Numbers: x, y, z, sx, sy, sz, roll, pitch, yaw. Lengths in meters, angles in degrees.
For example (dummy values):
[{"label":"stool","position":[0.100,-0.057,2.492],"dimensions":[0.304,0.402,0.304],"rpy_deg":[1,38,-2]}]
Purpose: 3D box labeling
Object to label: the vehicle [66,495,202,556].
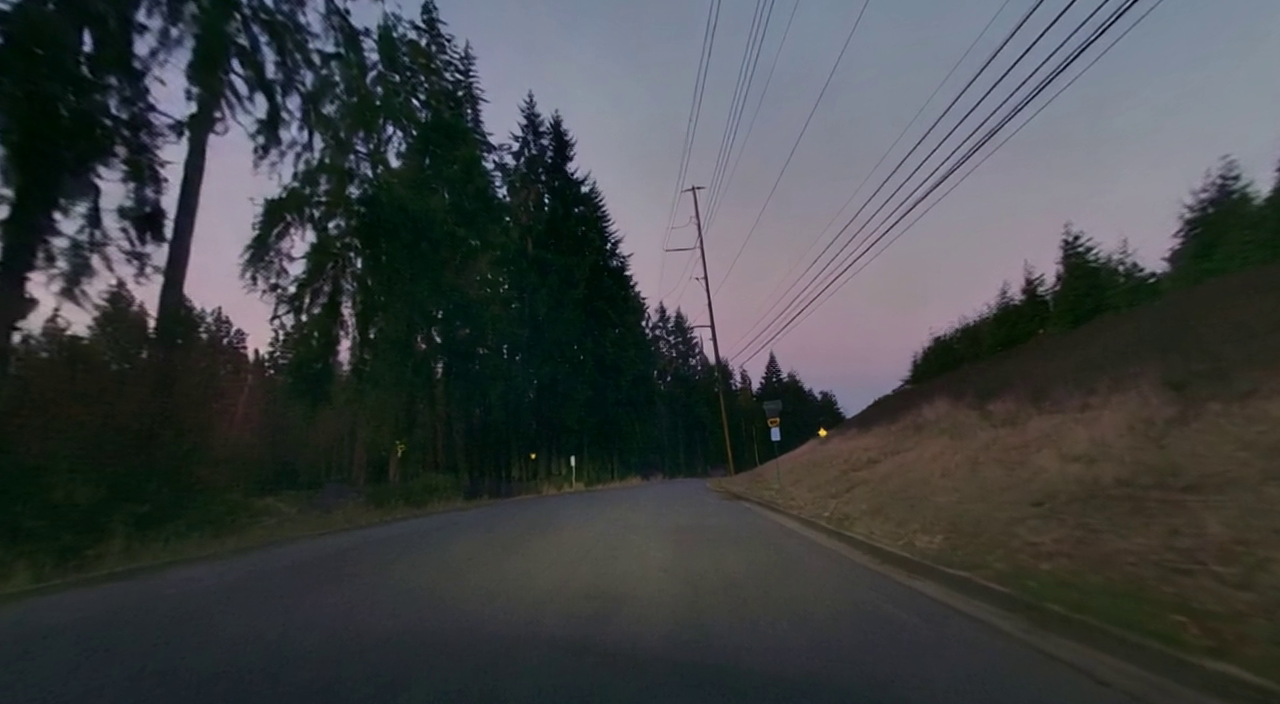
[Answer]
[{"label":"vehicle","position":[-17.621,5.950,21.945],"dimensions":[4.043,1.673,1.970],"rpy_deg":[-4,-10,25]}]
